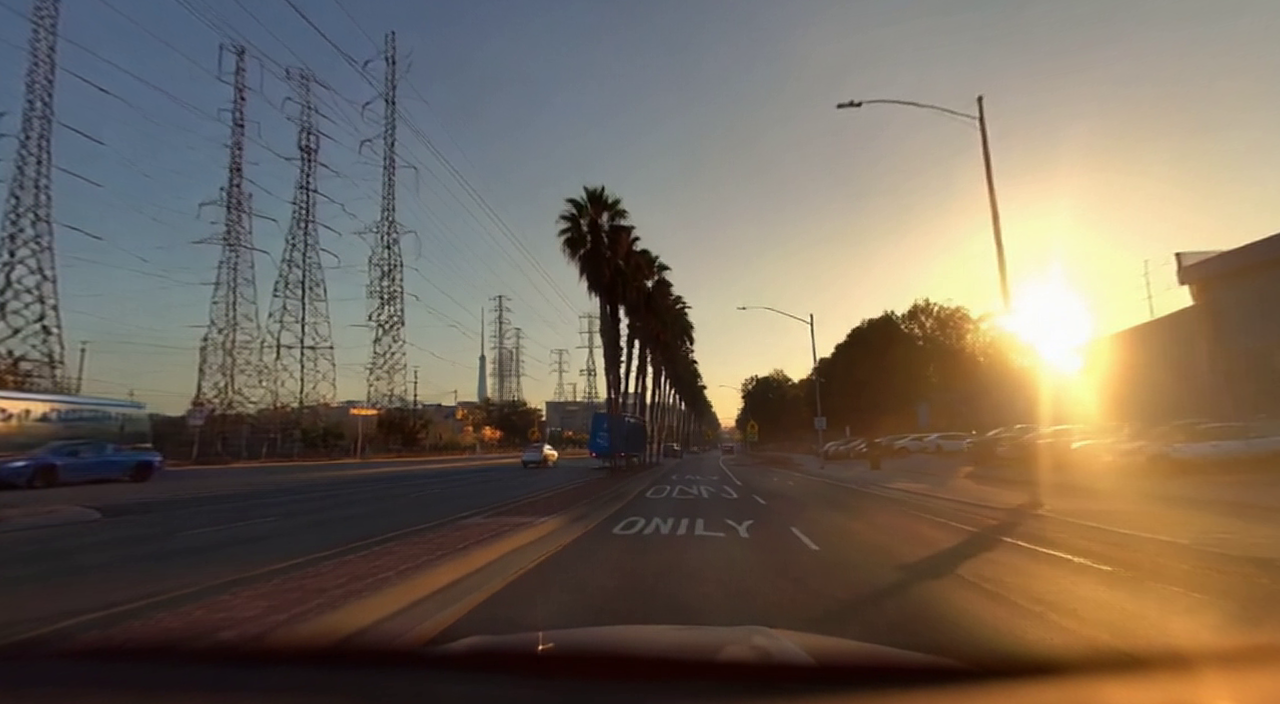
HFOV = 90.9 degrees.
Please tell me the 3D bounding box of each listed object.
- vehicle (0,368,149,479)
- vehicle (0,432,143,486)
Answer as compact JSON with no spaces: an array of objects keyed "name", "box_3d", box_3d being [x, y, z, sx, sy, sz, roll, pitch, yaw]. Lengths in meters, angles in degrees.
[{"name":"vehicle","box_3d":[-23.347,2.604,22.140,2.907,3.760,11.193,-4,-8,3]},{"name":"vehicle","box_3d":[-19.834,3.596,21.637,1.751,1.639,4.434,-2,-7,4]}]
